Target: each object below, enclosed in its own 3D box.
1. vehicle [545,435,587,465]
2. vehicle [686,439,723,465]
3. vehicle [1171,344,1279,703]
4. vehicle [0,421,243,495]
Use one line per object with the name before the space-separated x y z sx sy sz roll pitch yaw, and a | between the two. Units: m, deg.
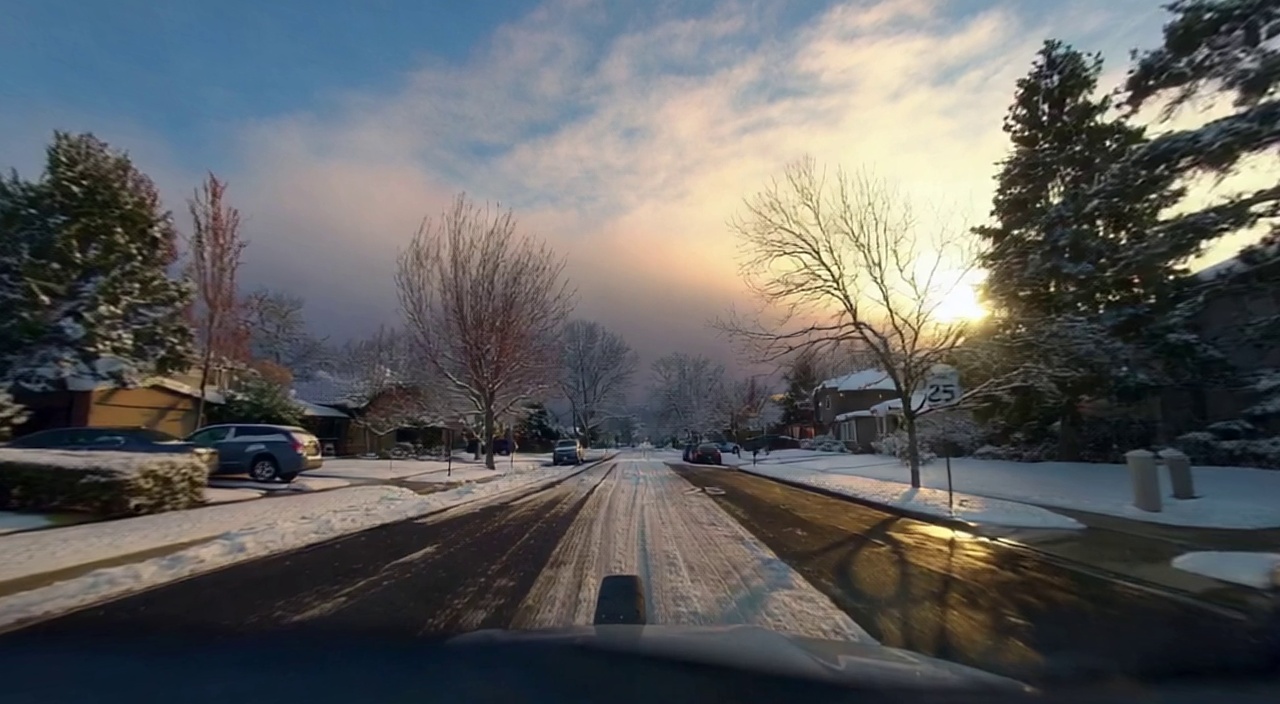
vehicle | -5.264 7.074 45.535 2.322 1.949 5.695 -1 -9 0
vehicle | 4.490 7.054 44.598 2.033 1.730 4.554 0 -9 -1
vehicle | 4.208 0.552 0.265 2.413 1.883 5.992 1 -8 -5
vehicle | -12.360 2.465 14.814 4.669 1.606 2.008 0 -9 -1
